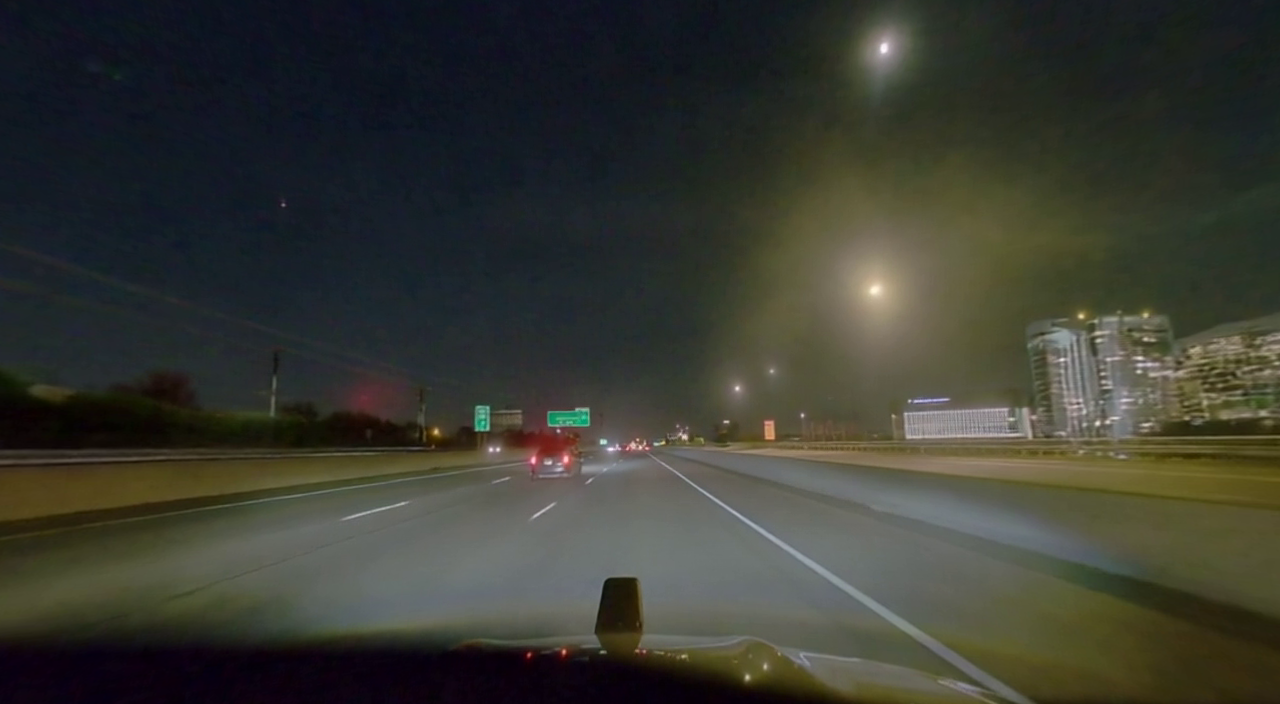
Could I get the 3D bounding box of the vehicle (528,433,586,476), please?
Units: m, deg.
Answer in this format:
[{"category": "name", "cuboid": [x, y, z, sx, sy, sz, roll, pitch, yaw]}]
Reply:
[{"category": "vehicle", "cuboid": [-3.665, 4.617, 28.600, 2.047, 1.786, 4.217, 0, -8, 0]}]
